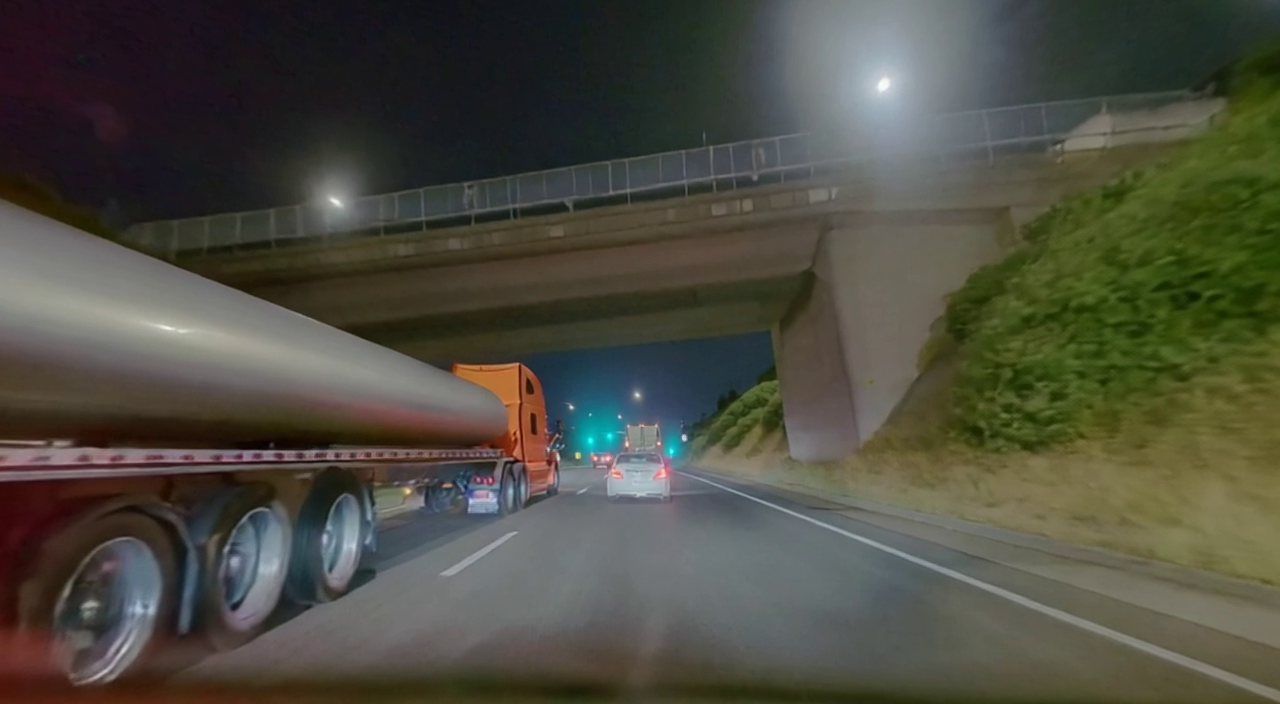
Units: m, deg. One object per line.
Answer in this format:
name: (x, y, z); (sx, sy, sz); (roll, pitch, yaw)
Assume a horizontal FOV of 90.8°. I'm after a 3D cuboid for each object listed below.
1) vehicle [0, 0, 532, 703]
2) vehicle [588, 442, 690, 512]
vehicle: (-4.159, 0.874, 8.226); (2.896, 3.563, 14.643); (0, -9, 0)
vehicle: (-0.009, 3.040, 15.879); (2.215, 1.481, 4.246); (0, -9, 0)
